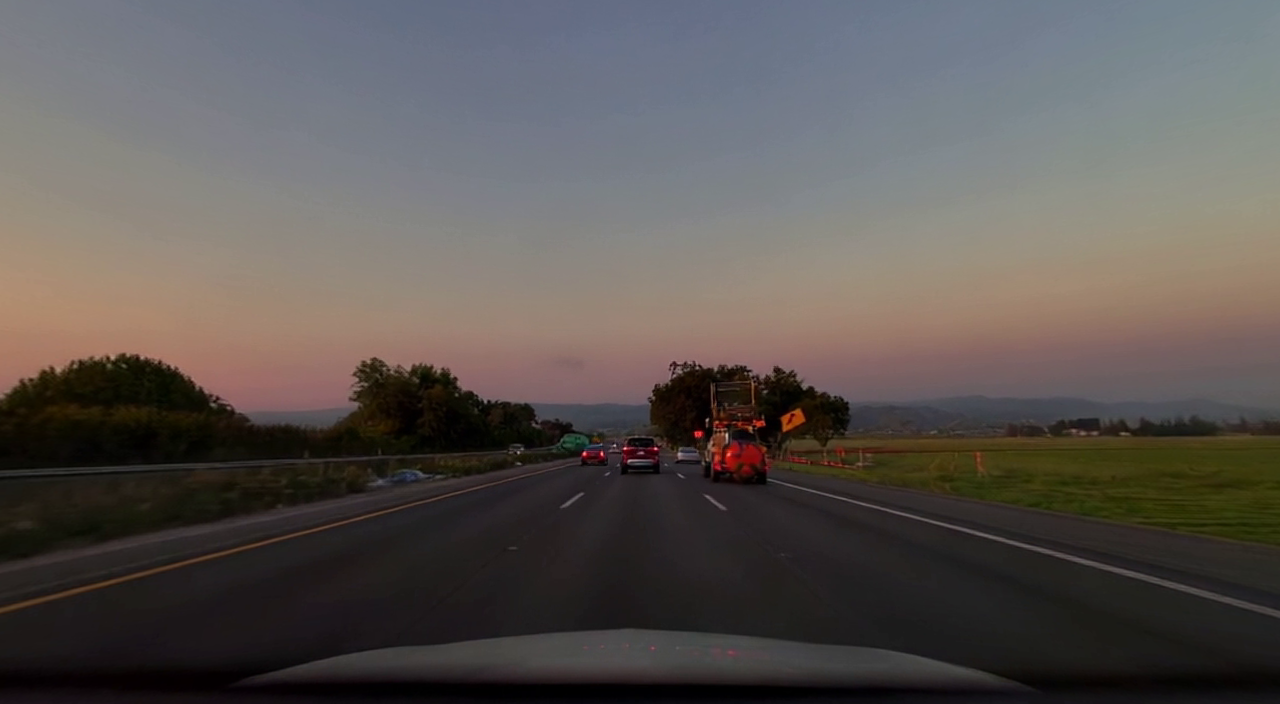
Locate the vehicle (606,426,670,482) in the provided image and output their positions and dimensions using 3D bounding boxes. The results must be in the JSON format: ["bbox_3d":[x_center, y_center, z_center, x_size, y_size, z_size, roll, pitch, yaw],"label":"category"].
[{"bbox_3d":[-0.056,4.041,25.173,2.308,1.993,4.631,0,-8,1],"label":"vehicle"}]

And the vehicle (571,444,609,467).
[{"bbox_3d":[-3.233,6.832,41.826,2.096,1.469,4.319,0,-8,1],"label":"vehicle"}]

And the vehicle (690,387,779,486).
[{"bbox_3d":[4.057,3.993,29.441,2.793,3.828,9.580,0,-8,1],"label":"vehicle"}]
